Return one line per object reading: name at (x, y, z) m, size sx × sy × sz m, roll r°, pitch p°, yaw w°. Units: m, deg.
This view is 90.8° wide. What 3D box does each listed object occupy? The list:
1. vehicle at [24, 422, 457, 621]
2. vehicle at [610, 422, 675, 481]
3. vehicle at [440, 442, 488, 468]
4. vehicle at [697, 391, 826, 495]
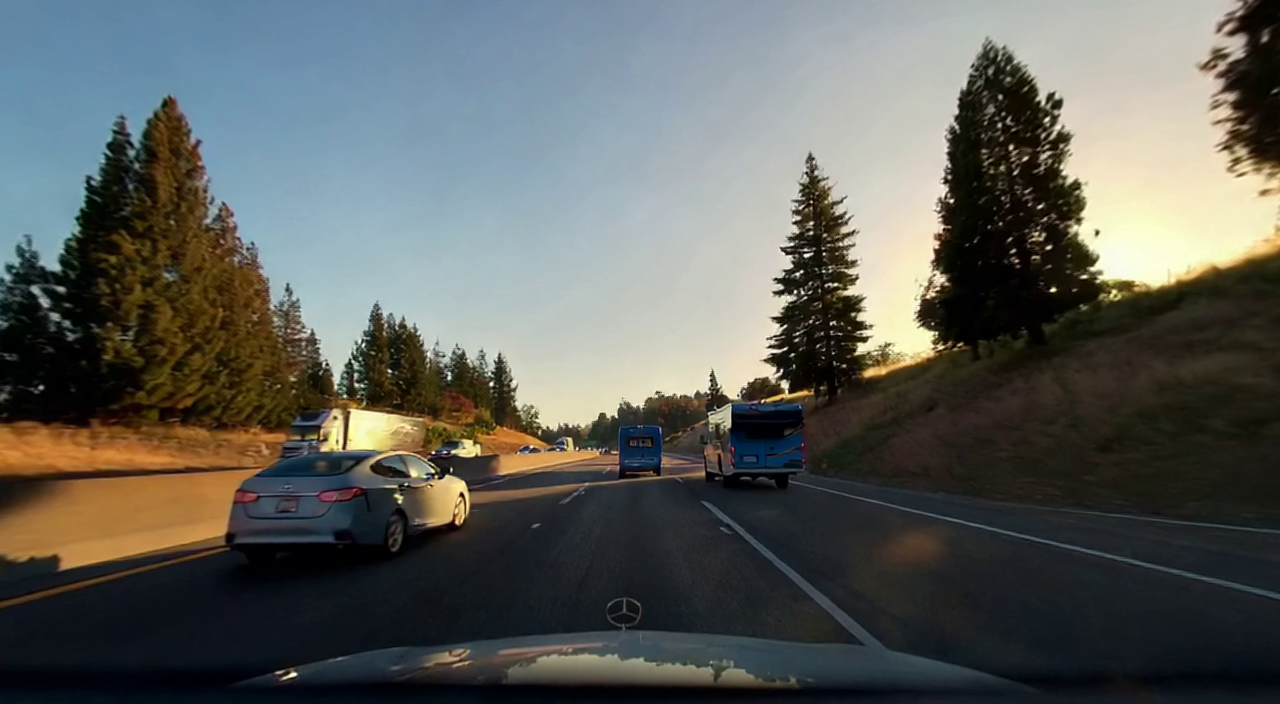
vehicle at (-3.730, 1.650, 7.177) m, size 1.959 × 1.502 × 4.559 m, roll 0°, pitch -9°, yaw 0°
vehicle at (0.057, 4.304, 27.341) m, size 2.524 × 2.310 × 4.986 m, roll 0°, pitch -9°, yaw -1°
vehicle at (-11.898, 7.000, 42.965) m, size 1.961 × 1.697 × 4.316 m, roll 0°, pitch -9°, yaw 0°
vehicle at (3.774, 3.114, 21.505) m, size 2.607 × 2.910 × 7.252 m, roll 0°, pitch -9°, yaw -3°
